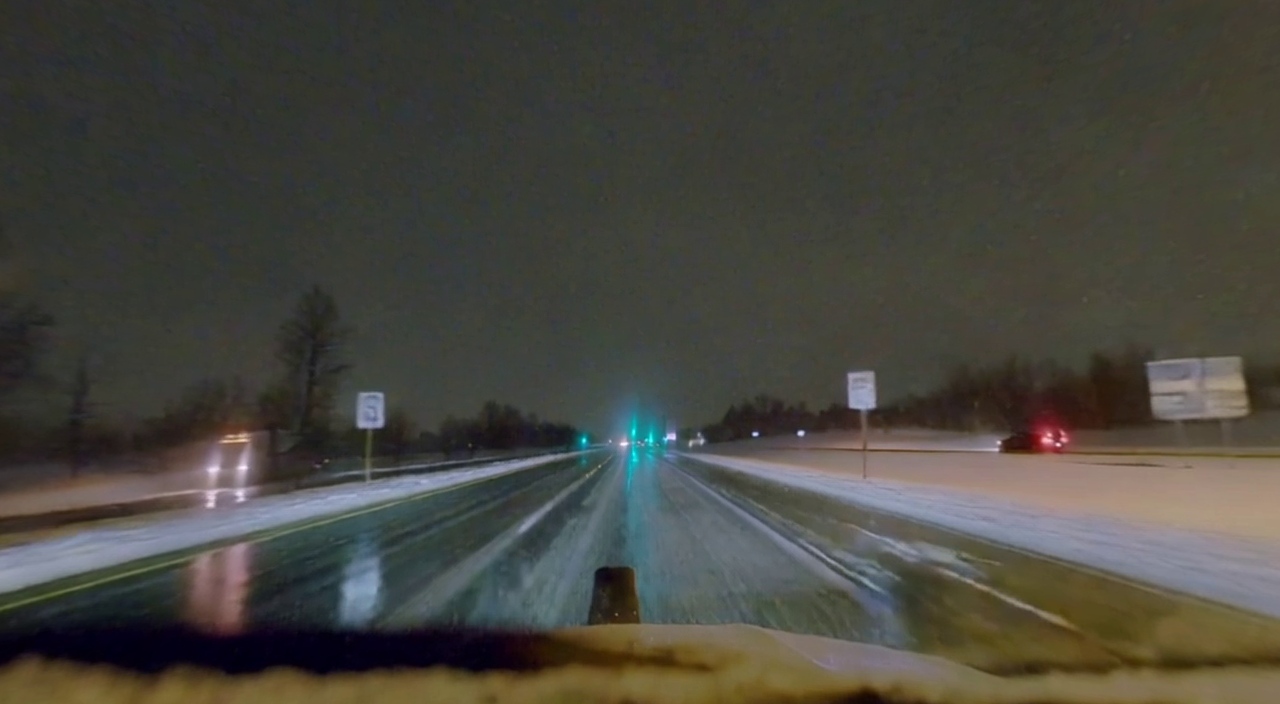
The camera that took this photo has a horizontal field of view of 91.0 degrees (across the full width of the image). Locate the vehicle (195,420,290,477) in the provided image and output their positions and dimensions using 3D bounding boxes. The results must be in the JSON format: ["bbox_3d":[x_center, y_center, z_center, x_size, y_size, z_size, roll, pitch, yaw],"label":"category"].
[{"bbox_3d":[-29.417,7.149,46.893,3.028,3.909,5.951,-1,-8,0],"label":"vehicle"}]
